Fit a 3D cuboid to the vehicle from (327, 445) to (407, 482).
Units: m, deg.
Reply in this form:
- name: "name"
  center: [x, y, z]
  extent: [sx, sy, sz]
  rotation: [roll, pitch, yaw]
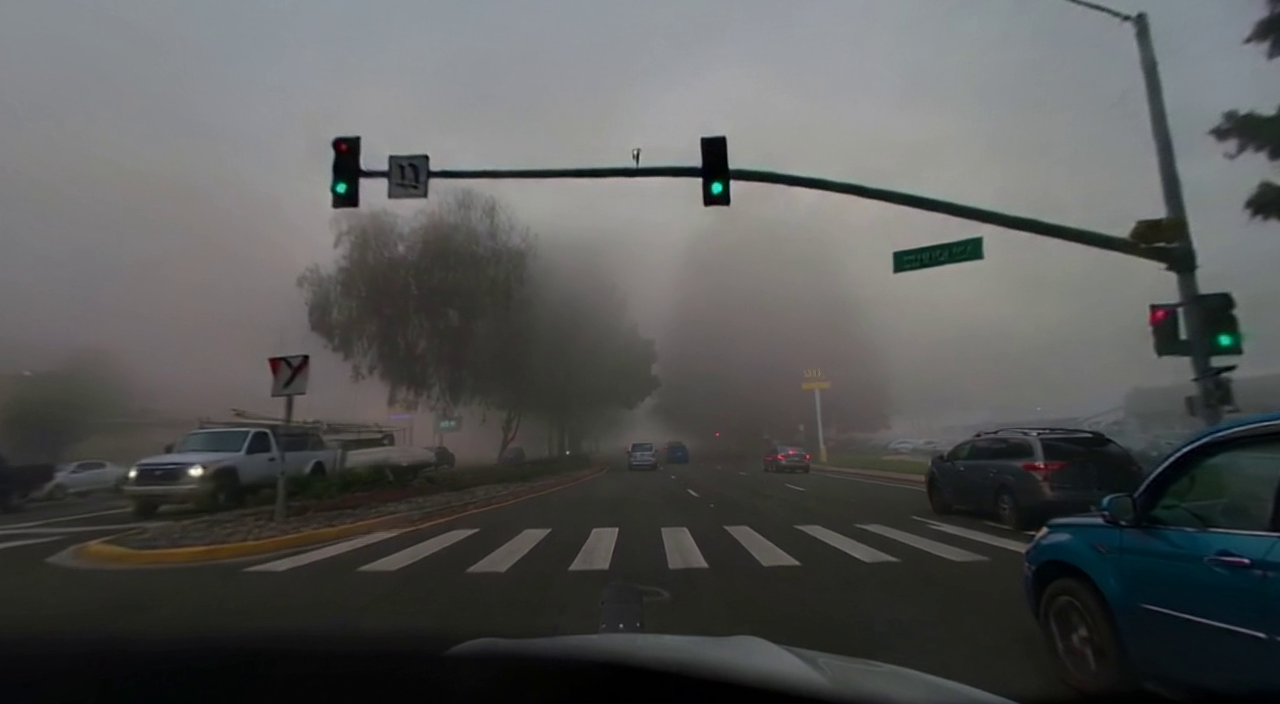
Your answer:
- name: "vehicle"
  center: [-14.487, 5.925, 33.890]
  extent: [2.242, 1.836, 4.811]
  rotation: [0, -9, -1]

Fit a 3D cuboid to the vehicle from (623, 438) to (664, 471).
- name: "vehicle"
  center: [0.169, 6.451, 40.035]
  extent: [2.402, 1.938, 4.535]
  rotation: [0, -9, -1]

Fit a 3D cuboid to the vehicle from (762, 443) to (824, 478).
- name: "vehicle"
  center: [7.032, 5.012, 29.436]
  extent: [1.879, 1.517, 4.006]
  rotation: [0, -9, 0]

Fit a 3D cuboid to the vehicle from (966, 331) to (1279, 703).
- name: "vehicle"
  center: [3.431, 0.786, 2.343]
  extent: [2.076, 1.716, 4.416]
  rotation: [0, -9, 0]

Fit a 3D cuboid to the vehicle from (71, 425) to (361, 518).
- name: "vehicle"
  center: [-10.503, 3.047, 16.852]
  extent: [2.909, 1.956, 6.908]
  rotation: [0, -9, 1]

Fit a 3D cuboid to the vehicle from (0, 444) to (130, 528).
- name: "vehicle"
  center: [-14.027, 2.874, 13.800]
  extent: [2.015, 1.679, 4.535]
  rotation: [0, -9, -1]

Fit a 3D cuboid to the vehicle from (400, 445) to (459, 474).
- name: "vehicle"
  center: [-14.050, 7.191, 42.529]
  extent: [2.159, 1.836, 5.038]
  rotation: [0, -9, 1]
